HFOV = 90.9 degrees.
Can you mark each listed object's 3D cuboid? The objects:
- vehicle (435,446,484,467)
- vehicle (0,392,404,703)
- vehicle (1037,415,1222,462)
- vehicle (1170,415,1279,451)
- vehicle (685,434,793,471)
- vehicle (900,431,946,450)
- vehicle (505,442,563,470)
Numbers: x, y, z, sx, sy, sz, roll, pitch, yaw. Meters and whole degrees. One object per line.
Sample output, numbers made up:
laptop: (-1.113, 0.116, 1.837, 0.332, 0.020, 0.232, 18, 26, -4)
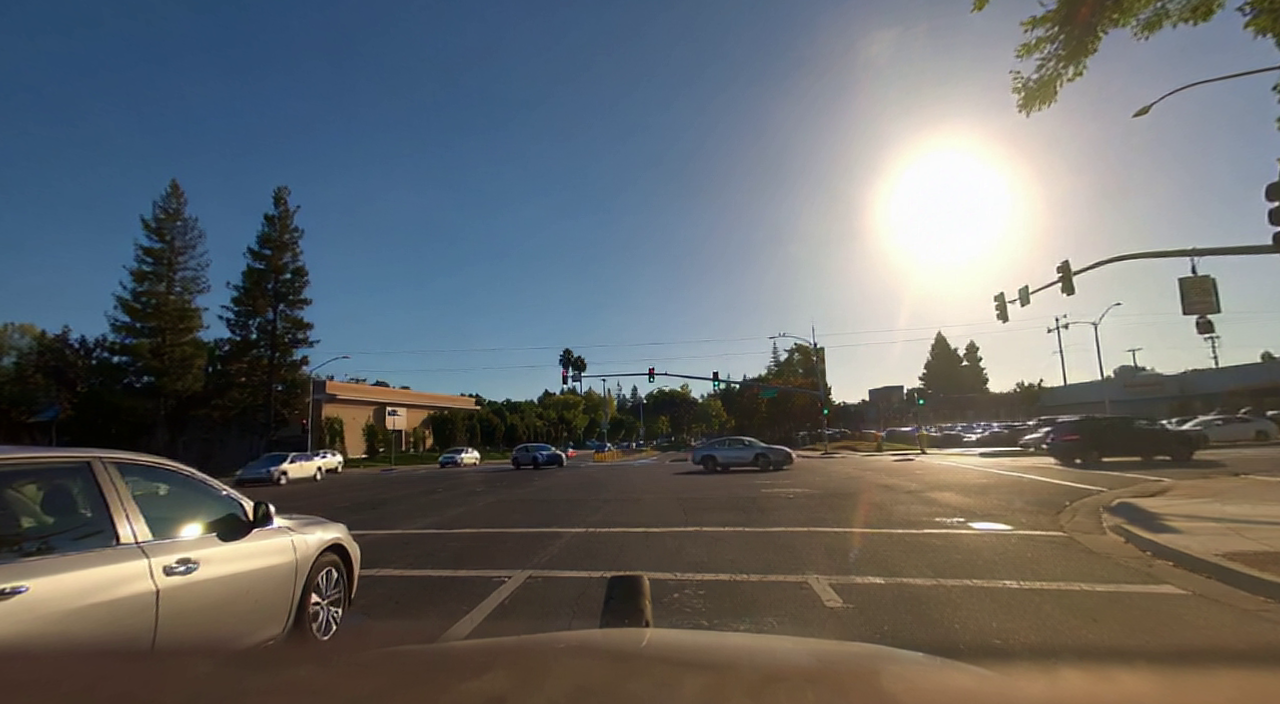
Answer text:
vehicle: (-13.543, 7.852, 47.587, 1.921, 1.480, 4.652, -1, -8, 5)
vehicle: (-2.948, 0.991, 2.745, 1.924, 1.482, 4.734, 0, -8, 1)
vehicle: (18.561, 3.340, 24.145, 5.268, 1.687, 1.942, -1, -9, 4)
vehicle: (26.855, 3.654, 28.418, 4.240, 1.540, 1.944, 0, -8, -4)
vehicle: (4.293, 4.359, 27.482, 4.180, 1.478, 1.986, -5, -10, 28)
vehicle: (22.431, 6.992, 49.851, 1.930, 1.410, 4.313, -8, -12, 43)
vehicle: (-6.005, 5.778, 35.358, 1.841, 1.450, 4.364, 4, -10, -29)
